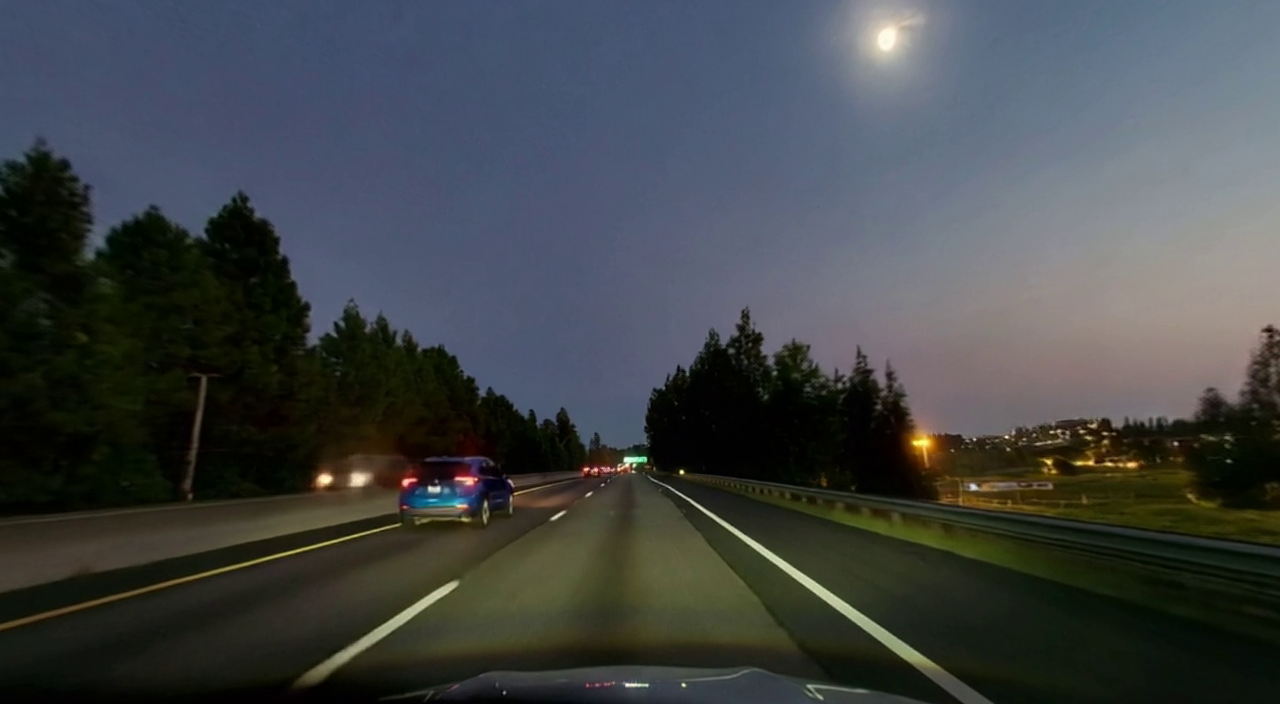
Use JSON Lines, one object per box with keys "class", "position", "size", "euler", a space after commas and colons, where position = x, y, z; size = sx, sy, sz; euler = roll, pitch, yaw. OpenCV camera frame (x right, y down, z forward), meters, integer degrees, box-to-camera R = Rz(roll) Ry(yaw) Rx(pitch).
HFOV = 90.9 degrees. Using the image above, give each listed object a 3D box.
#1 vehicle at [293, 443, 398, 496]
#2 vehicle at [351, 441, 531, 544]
{"class": "vehicle", "position": [-13.537, 5.490, 29.483], "size": [2.322, 2.195, 5.350], "euler": [1, -10, -1]}
{"class": "vehicle", "position": [-3.746, 2.783, 12.957], "size": [2.123, 1.666, 4.709], "euler": [1, -10, 0]}
